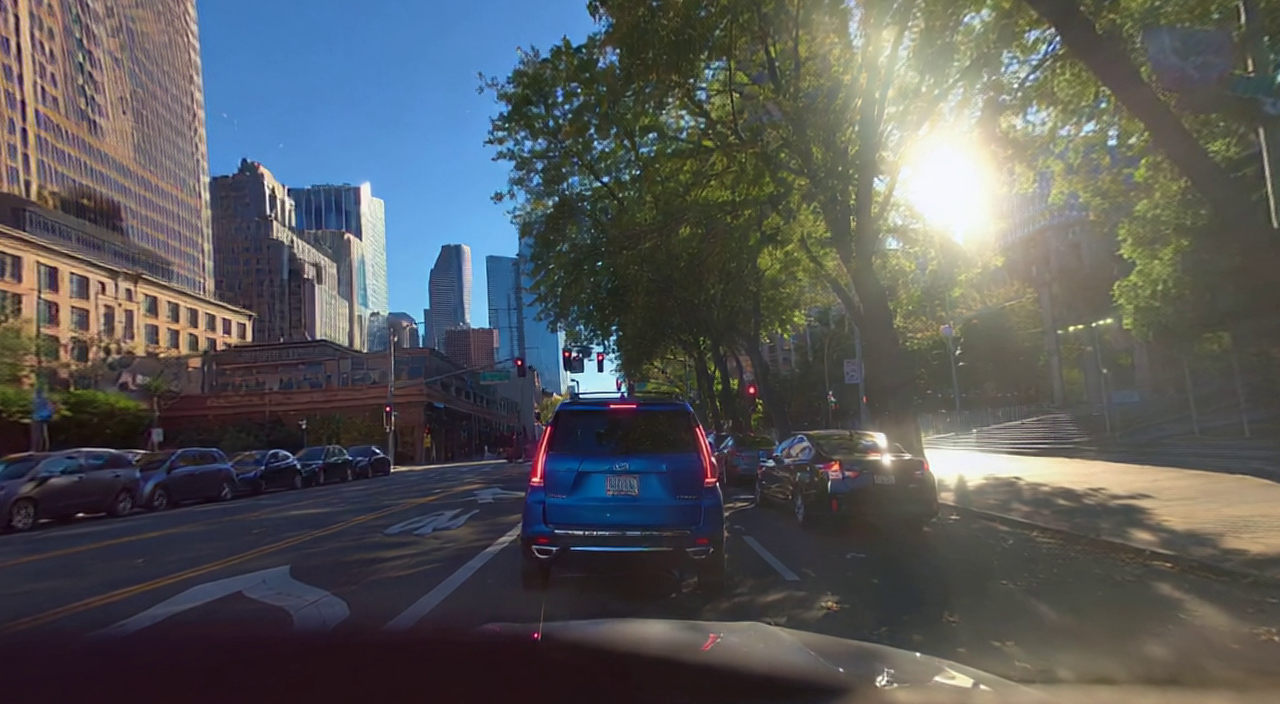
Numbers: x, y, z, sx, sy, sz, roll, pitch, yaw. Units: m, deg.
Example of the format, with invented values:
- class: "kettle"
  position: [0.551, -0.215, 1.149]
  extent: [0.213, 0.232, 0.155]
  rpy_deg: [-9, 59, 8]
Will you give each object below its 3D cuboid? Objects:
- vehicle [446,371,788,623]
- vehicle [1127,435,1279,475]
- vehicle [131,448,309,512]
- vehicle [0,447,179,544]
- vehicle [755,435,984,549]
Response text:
- class: "vehicle"
  position: [-0.158, 1.357, 6.759]
  extent: [2.453, 1.816, 4.300]
  rpy_deg: [0, -8, 0]
- class: "vehicle"
  position: [22.173, 4.048, 24.953]
  extent: [4.055, 1.469, 1.848]
  rpy_deg: [-4, -9, 26]
- class: "vehicle"
  position: [-12.459, 3.779, 19.123]
  extent: [2.207, 1.648, 4.675]
  rpy_deg: [0, -8, -1]
- class: "vehicle"
  position: [-12.538, 2.918, 13.450]
  extent: [1.891, 1.723, 4.360]
  rpy_deg: [0, -8, 1]
- class: "vehicle"
  position: [3.294, 2.082, 10.074]
  extent: [2.056, 1.422, 4.130]
  rpy_deg: [0, -8, -1]
